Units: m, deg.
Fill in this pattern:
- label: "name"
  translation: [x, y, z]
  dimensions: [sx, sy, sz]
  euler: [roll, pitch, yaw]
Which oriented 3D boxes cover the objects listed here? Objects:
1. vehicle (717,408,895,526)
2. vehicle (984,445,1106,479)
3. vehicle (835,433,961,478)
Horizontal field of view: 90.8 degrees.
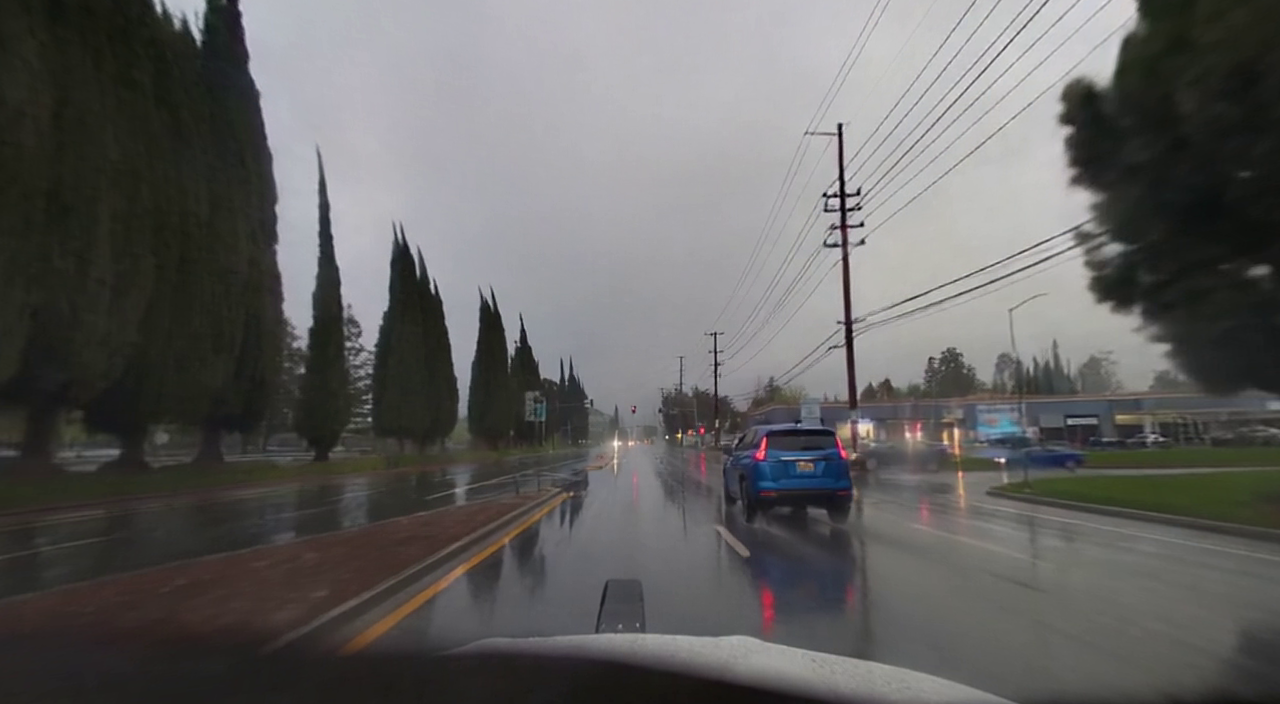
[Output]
- label: "vehicle"
  translation: [2.888, 2.147, 12.300]
  dimensions: [2.060, 1.820, 4.713]
  euler: [0, -8, -1]
- label: "vehicle"
  translation: [18.545, 5.037, 29.094]
  dimensions: [4.208, 1.434, 2.021]
  euler: [0, -8, 0]
- label: "vehicle"
  translation: [11.716, 4.740, 28.947]
  dimensions: [4.801, 1.802, 2.022]
  euler: [-2, -9, -2]
